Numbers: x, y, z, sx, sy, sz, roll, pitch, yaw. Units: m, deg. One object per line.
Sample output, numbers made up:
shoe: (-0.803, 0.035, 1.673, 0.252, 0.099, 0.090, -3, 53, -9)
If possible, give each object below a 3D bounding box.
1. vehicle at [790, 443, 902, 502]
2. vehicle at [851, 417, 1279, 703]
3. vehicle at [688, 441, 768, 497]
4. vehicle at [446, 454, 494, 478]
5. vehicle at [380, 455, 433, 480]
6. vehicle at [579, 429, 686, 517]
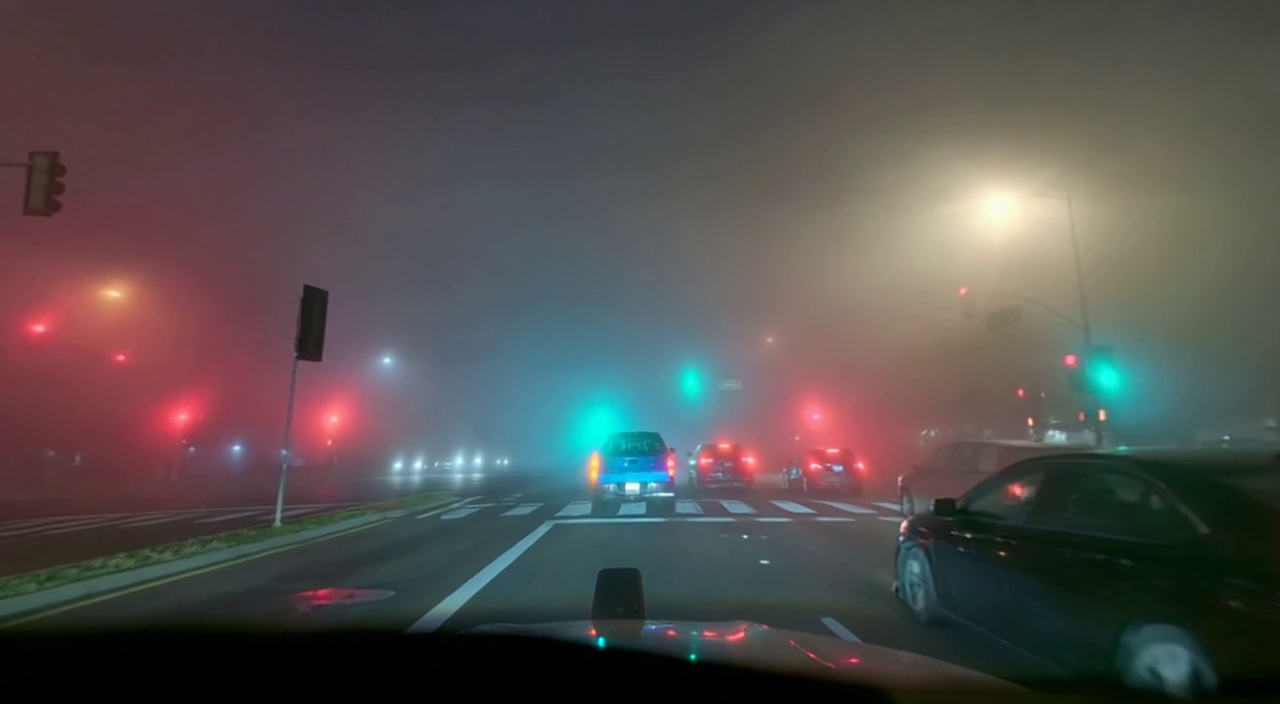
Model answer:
vehicle: (6.418, 3.781, 20.305, 2.002, 1.651, 4.305, 0, -8, -2)
vehicle: (3.208, 1.251, 4.148, 2.057, 1.463, 4.365, 0, -8, -1)
vehicle: (2.957, 4.054, 22.310, 2.013, 1.742, 4.424, 0, -8, -2)
vehicle: (-11.776, 7.916, 44.112, 1.989, 1.459, 4.667, 0, -8, 0)
vehicle: (-15.841, 7.851, 43.090, 1.915, 1.491, 4.347, 0, -8, 0)
vehicle: (-0.227, 2.995, 16.206, 2.344, 1.883, 4.572, 0, -8, -2)
